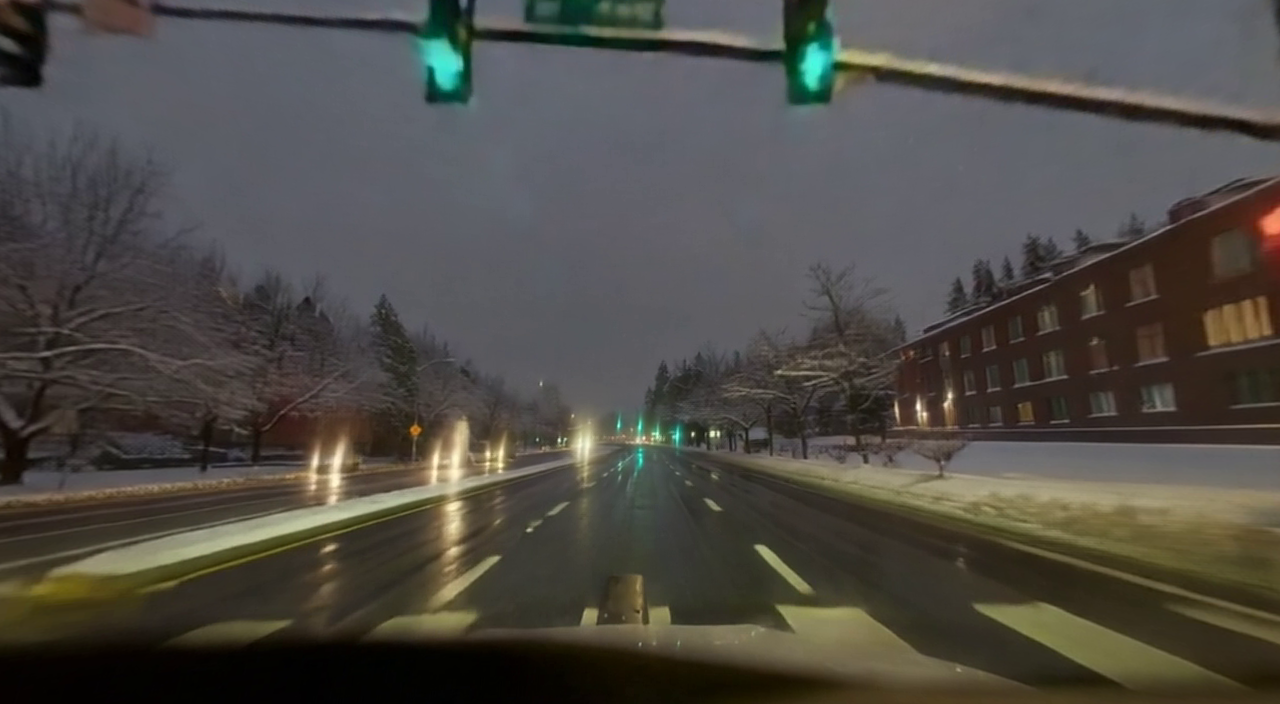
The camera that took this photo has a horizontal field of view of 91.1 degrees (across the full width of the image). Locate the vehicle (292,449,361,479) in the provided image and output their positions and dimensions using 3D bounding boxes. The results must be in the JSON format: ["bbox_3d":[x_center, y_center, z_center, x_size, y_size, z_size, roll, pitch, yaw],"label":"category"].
[{"bbox_3d":[-18.091,6.456,36.495,1.816,1.527,4.226,0,-8,0],"label":"vehicle"}]

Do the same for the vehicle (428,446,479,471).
[{"bbox_3d":[-11.547,6.598,39.131,1.712,1.459,4.614,-1,-8,1],"label":"vehicle"}]
